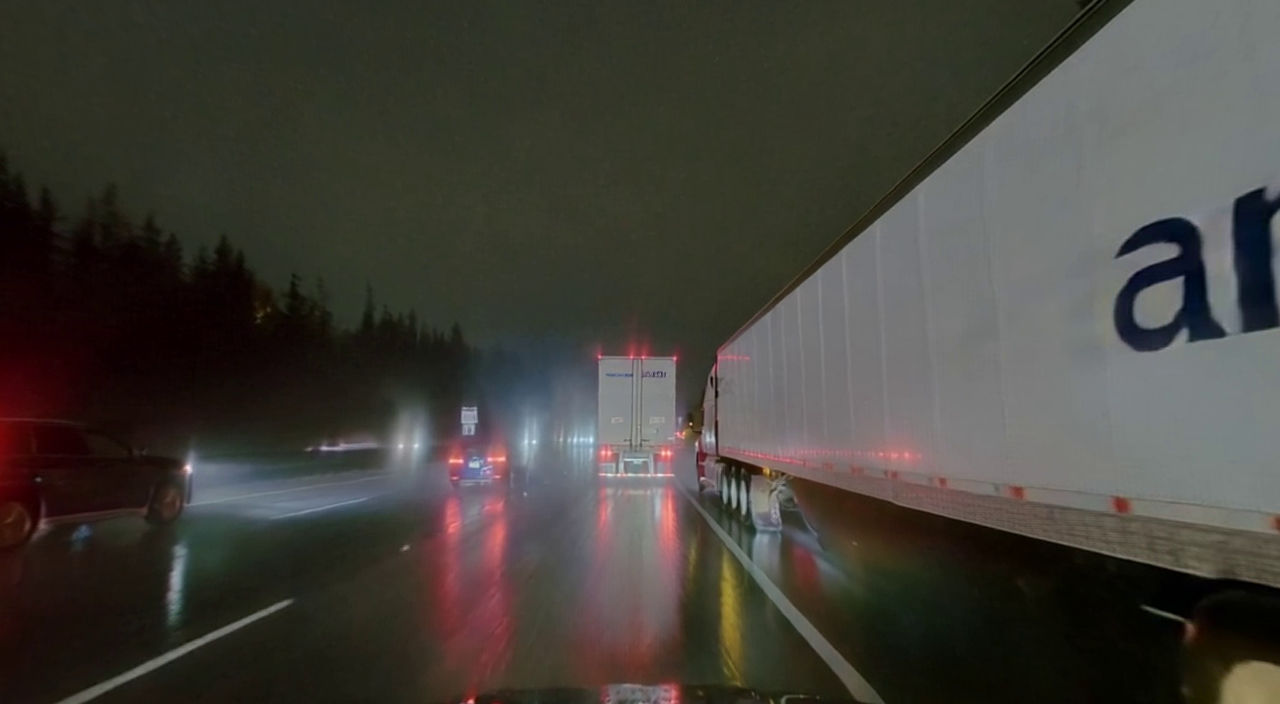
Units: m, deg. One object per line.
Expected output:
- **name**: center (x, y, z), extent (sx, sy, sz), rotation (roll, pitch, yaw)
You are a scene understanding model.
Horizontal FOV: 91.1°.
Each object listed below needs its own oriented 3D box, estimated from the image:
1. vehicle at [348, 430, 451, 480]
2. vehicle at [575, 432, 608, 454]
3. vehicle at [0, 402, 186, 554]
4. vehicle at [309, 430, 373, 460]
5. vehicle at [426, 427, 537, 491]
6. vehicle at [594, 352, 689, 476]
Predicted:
- **vehicle**: center (-8.014, 3.446, 21.377), extent (1.943, 1.500, 4.011), rotation (0, -8, -1)
- **vehicle**: center (-3.751, 7.132, 49.551), extent (2.104, 1.653, 4.302), rotation (-1, -8, 3)
- **vehicle**: center (-8.047, 1.485, 7.637), extent (1.990, 1.654, 4.129), rotation (0, -8, -1)
- **vehicle**: center (-19.868, 6.185, 41.991), extent (1.971, 1.812, 4.441), rotation (0, -8, 1)
- **vehicle**: center (-4.073, 2.798, 16.846), extent (1.933, 1.492, 3.838), rotation (0, -8, 0)
- **vehicle**: center (-0.083, 2.756, 26.327), extent (3.118, 4.106, 10.719), rotation (0, -8, -1)
